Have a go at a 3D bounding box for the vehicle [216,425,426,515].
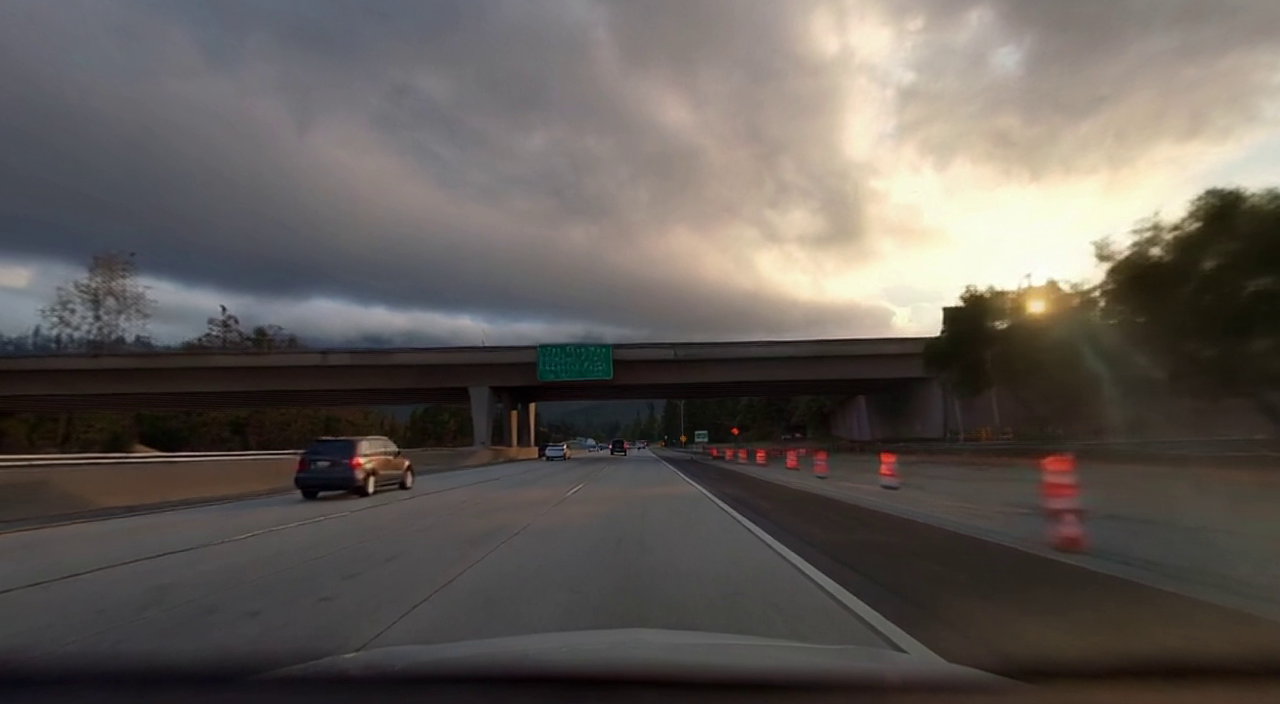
[{"bbox_3d":[-6.993,2.641,14.659,2.169,1.701,5.113,0,-8,0],"label":"vehicle"}]
